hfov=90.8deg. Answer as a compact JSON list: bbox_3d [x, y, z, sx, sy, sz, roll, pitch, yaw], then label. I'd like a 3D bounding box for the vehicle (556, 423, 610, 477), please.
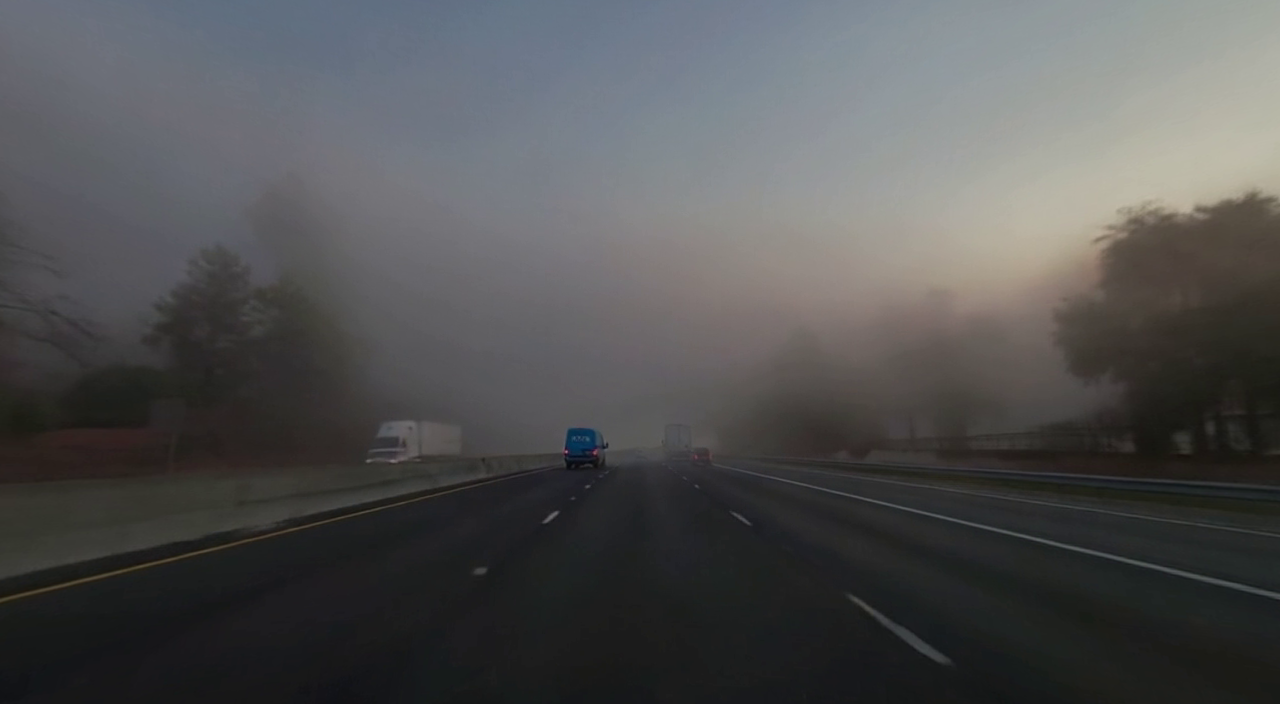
[{"bbox_3d":[-2.972,5.375,34.790,2.380,2.648,6.879,0,-9,0],"label":"vehicle"}]

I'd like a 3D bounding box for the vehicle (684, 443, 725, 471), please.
[{"bbox_3d":[3.984,6.561,39.711,2.066,1.638,4.158,0,-9,-2],"label":"vehicle"}]
